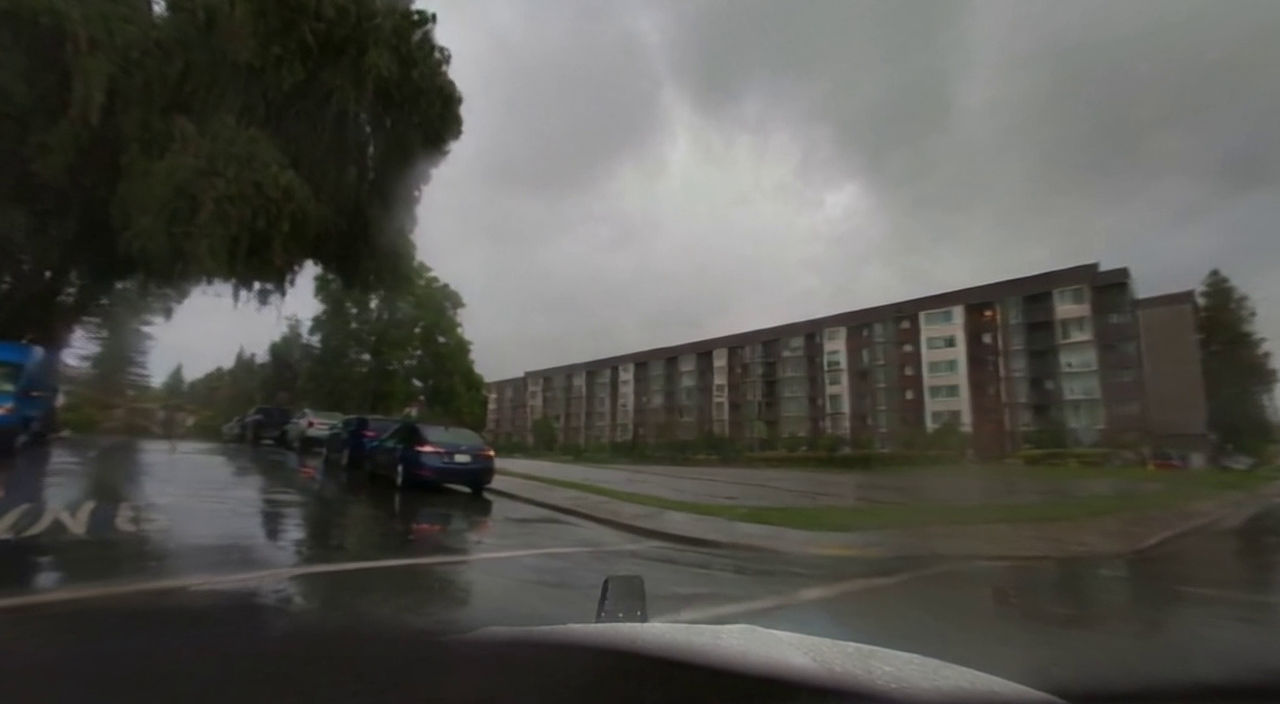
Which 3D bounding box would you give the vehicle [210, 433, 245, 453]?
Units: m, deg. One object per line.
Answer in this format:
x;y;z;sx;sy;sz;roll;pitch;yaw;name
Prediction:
-31.550;6.945;48.311;1.778;1.451;4.047;7;-11;-37;vehicle

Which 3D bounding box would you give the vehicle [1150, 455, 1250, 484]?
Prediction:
33.741;7.051;38.151;1.702;1.580;4.115;7;-11;-37;vehicle

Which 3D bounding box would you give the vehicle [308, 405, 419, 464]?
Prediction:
-8.109;2.432;18.317;1.776;1.478;4.393;7;-11;-38;vehicle

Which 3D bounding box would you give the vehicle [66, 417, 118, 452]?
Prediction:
-34.313;5.151;39.667;2.090;1.674;4.457;10;-7;-38;vehicle

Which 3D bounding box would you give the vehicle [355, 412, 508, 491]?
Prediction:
-4.717;2.170;13.883;1.827;1.436;4.322;7;-11;-36;vehicle
